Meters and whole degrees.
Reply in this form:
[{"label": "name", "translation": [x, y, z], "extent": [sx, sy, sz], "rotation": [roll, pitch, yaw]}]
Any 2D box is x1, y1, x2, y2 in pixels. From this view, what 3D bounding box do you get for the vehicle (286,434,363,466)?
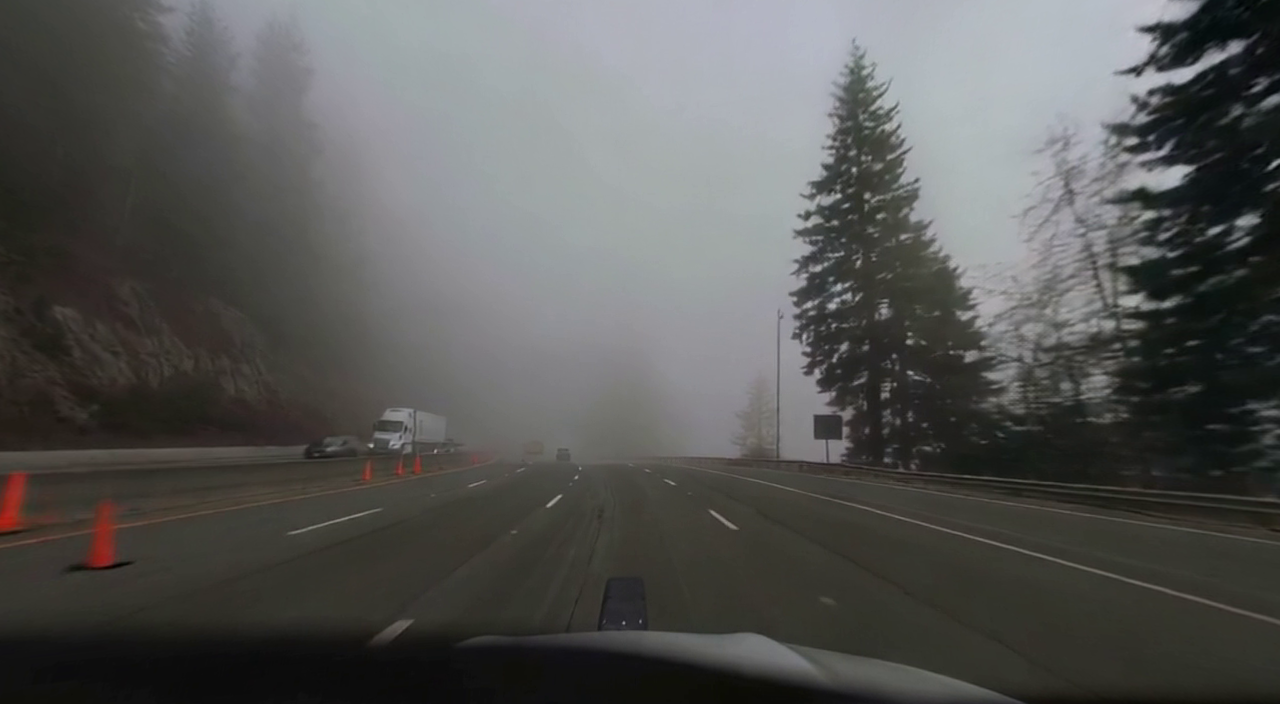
[{"label": "vehicle", "translation": [-17.857, 5.589, 35.997], "extent": [2.128, 1.719, 4.749], "rotation": [0, -9, -3]}]
